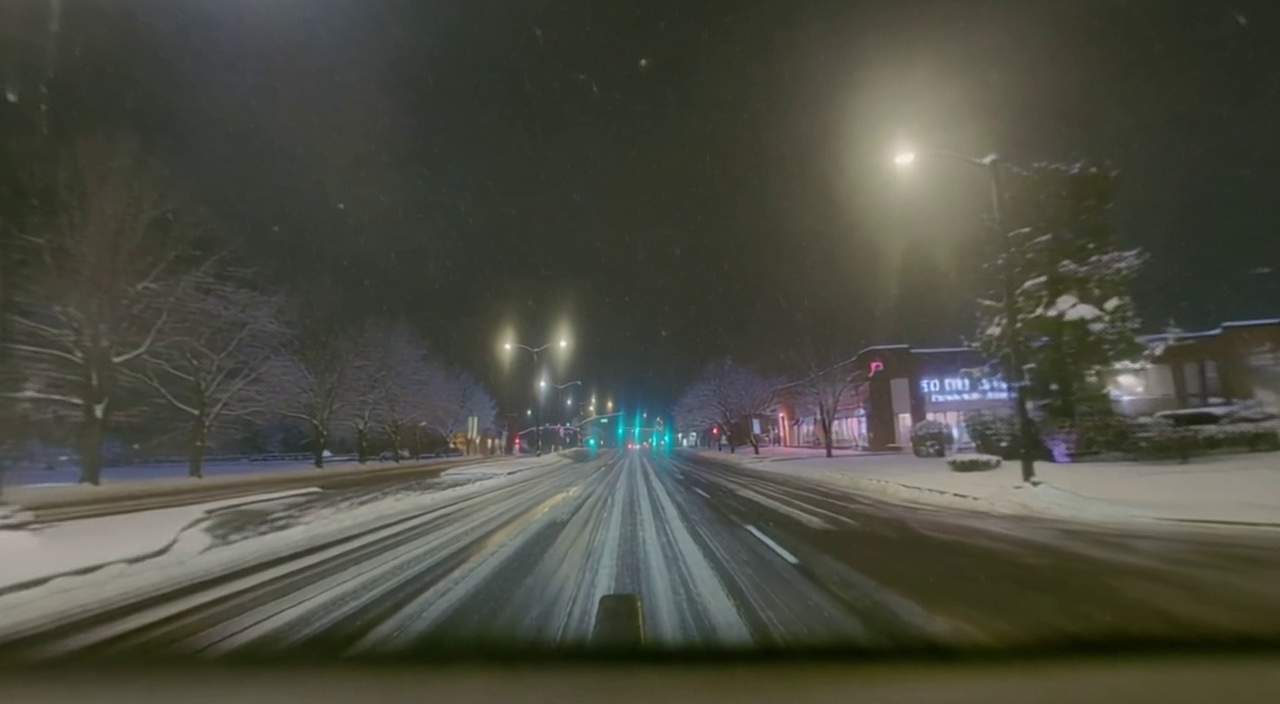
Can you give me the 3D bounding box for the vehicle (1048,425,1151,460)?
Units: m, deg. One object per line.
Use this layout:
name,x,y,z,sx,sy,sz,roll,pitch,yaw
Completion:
vehicle,29.700,5.813,40.798,6.327,1.962,2.210,1,-9,-23
